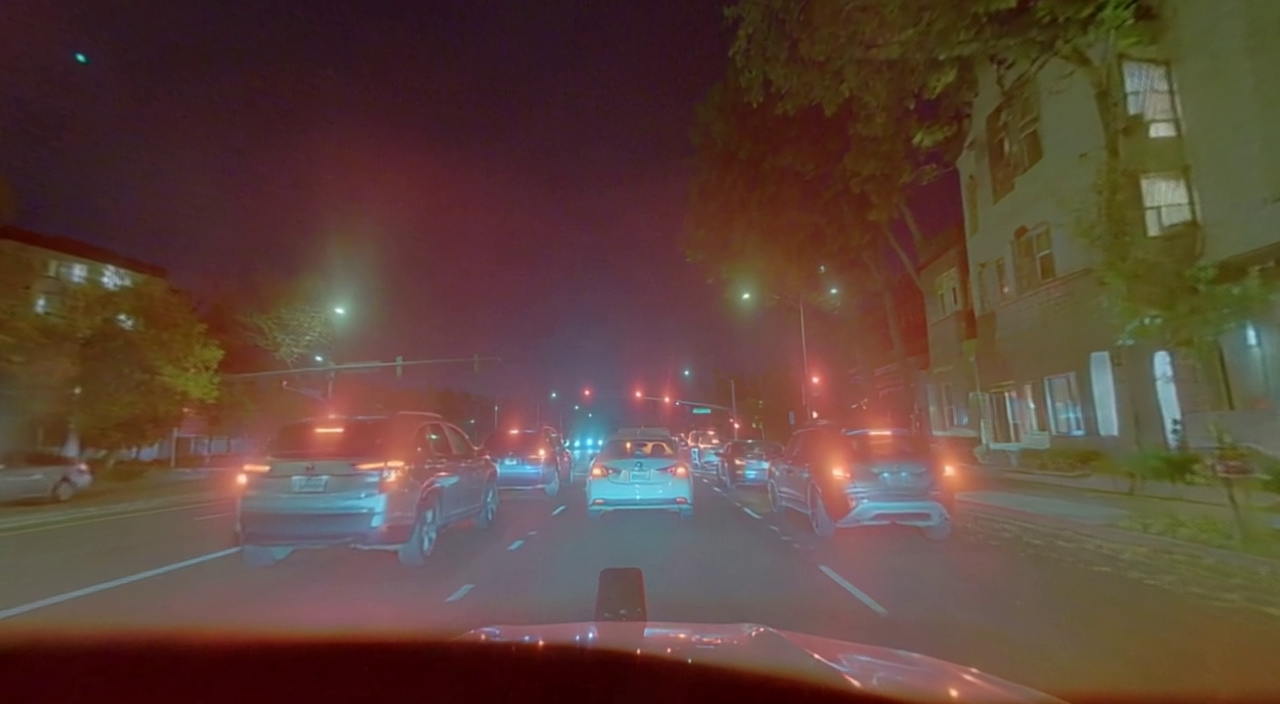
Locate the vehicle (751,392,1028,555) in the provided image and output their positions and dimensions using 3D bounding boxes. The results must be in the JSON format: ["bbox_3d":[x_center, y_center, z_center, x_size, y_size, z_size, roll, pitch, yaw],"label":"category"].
[{"bbox_3d":[3.246,1.715,9.514,2.141,1.833,4.704,0,-8,-2],"label":"vehicle"}]

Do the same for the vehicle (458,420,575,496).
[{"bbox_3d":[-3.165,2.849,17.234,2.117,1.772,4.619,0,-8,2],"label":"vehicle"}]

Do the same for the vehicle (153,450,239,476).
[{"bbox_3d":[-32.312,8.038,45.715,5.234,1.767,2.028,-2,-9,13],"label":"vehicle"}]

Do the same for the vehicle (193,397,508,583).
[{"bbox_3d":[-3.142,1.587,8.013,1.912,1.703,4.261,0,-8,1],"label":"vehicle"}]

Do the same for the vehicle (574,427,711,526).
[{"bbox_3d":[0.029,2.136,11.317,2.021,1.461,3.862,0,-8,0],"label":"vehicle"}]
